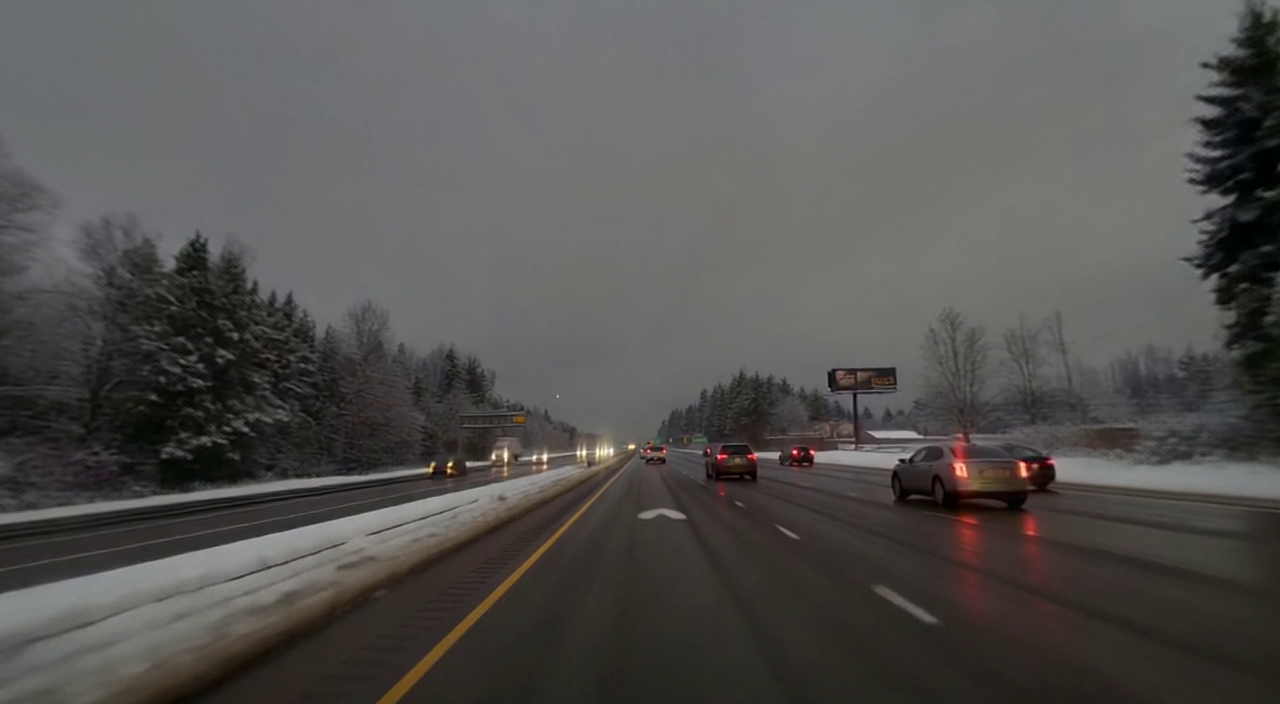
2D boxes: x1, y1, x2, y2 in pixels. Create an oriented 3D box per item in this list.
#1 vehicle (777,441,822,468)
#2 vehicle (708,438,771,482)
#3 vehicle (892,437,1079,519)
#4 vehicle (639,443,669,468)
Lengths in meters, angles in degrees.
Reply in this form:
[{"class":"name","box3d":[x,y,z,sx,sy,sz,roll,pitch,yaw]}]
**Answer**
[{"class":"vehicle","box3d":[11.510,7.418,45.768,2.028,1.801,4.503,0,-8,-1]},{"class":"vehicle","box3d":[4.546,4.985,29.542,2.075,1.845,4.667,0,-8,-1]},{"class":"vehicle","box3d":[7.582,2.761,14.437,1.807,1.558,4.352,0,-8,0]},{"class":"vehicle","box3d":[1.012,7.817,47.872,2.145,1.832,4.004,0,-8,0]}]
